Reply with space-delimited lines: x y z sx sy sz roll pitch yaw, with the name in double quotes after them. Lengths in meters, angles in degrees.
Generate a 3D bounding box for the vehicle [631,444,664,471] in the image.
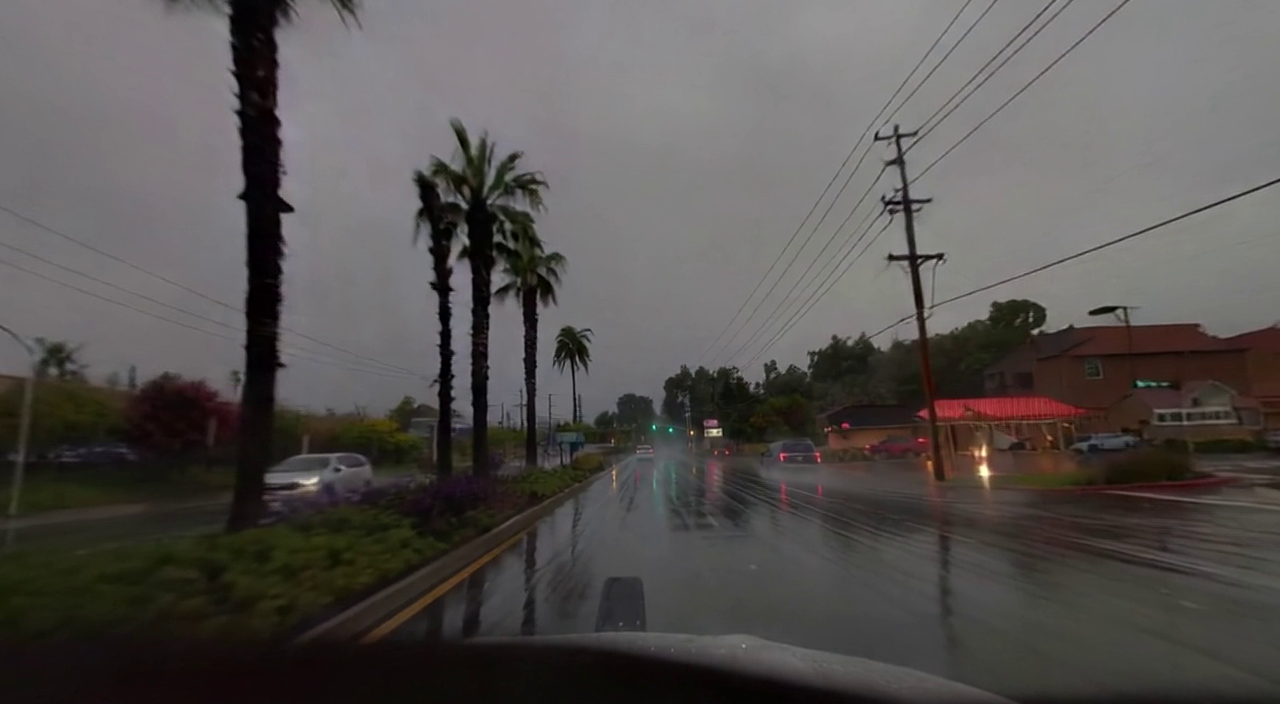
0.556 7.271 43.549 2.138 1.702 4.168 0 -9 2 "vehicle"

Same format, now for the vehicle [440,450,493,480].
-11.148 7.270 40.866 2.057 1.766 4.793 0 -9 0 "vehicle"

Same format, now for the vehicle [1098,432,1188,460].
33.191 6.218 41.617 4.194 1.724 1.946 0 -9 2 "vehicle"

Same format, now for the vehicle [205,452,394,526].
-8.183 3.300 15.790 2.158 1.532 4.609 0 -9 0 "vehicle"

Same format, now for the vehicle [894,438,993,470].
18.890 6.353 39.360 5.097 1.689 1.958 -2 -6 0 "vehicle"

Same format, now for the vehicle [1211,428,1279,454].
41.291 5.994 42.254 1.846 1.624 4.199 0 -9 -2 "vehicle"

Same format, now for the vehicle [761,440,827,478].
7.450 5.214 30.961 2.252 1.718 4.617 0 -9 2 "vehicle"
